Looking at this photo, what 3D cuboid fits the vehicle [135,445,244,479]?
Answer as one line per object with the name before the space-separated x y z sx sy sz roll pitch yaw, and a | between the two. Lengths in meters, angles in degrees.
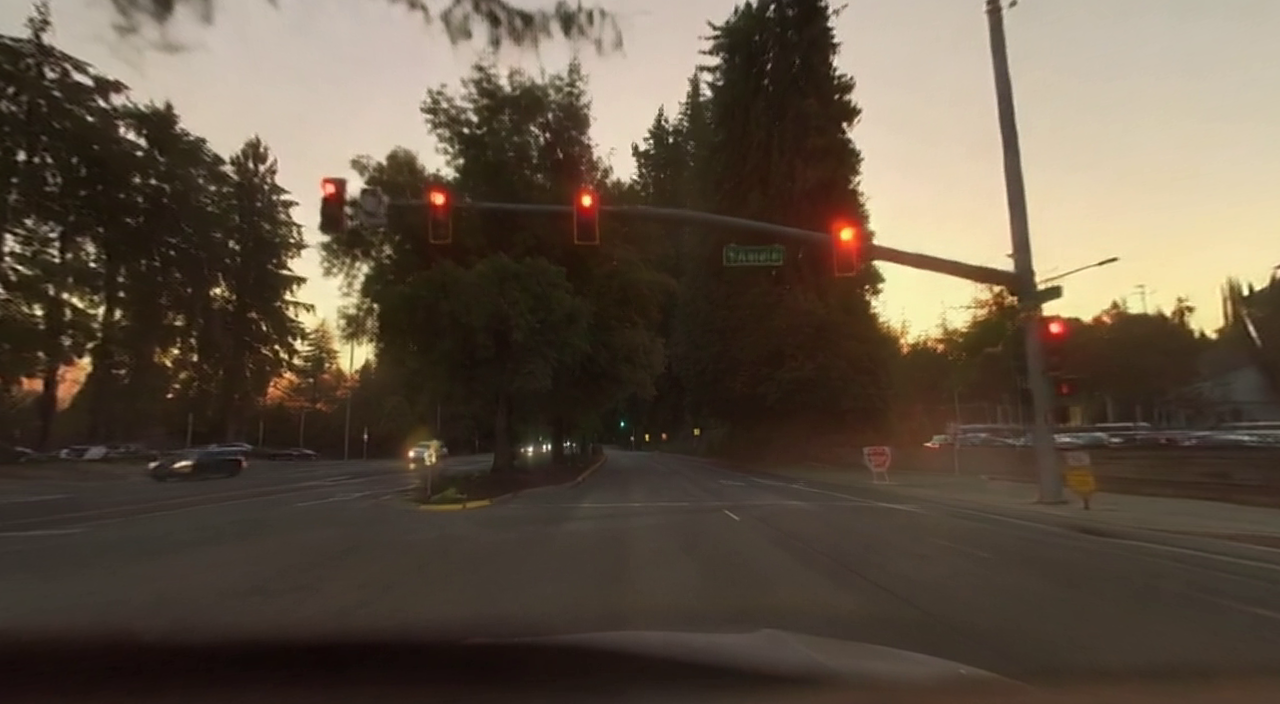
vehicle | -22.121 5.402 31.225 1.885 1.479 4.675 -1 -8 1
